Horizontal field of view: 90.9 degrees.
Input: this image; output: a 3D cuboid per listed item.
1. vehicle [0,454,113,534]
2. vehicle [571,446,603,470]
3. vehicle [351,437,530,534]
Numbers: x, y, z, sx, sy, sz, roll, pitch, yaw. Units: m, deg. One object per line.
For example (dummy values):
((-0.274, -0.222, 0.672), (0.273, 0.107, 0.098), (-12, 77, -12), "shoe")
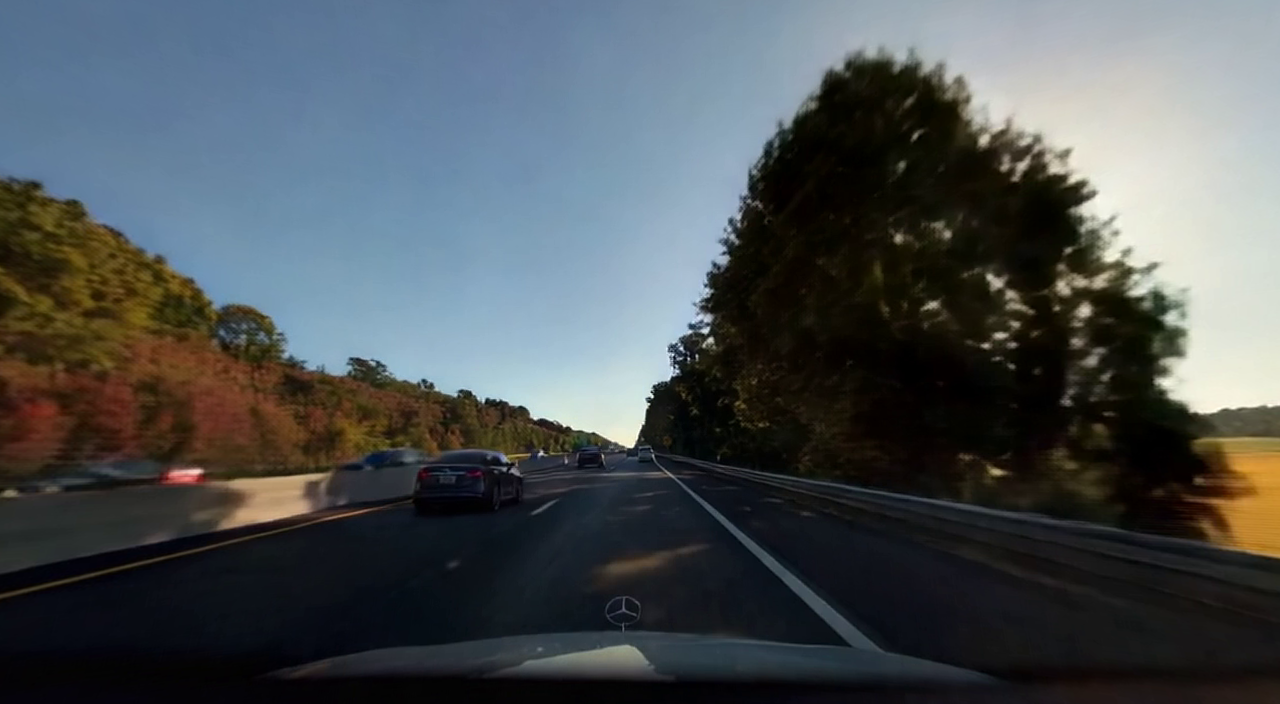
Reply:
((-12.709, 2.679, 11.955), (1.887, 1.427, 4.057), (0, -9, 0), "vehicle")
((-3.969, 8.021, 47.902), (2.095, 1.664, 4.305), (0, -9, 0), "vehicle")
((-3.453, 2.393, 11.851), (1.970, 1.483, 4.097), (0, -9, 1), "vehicle")
